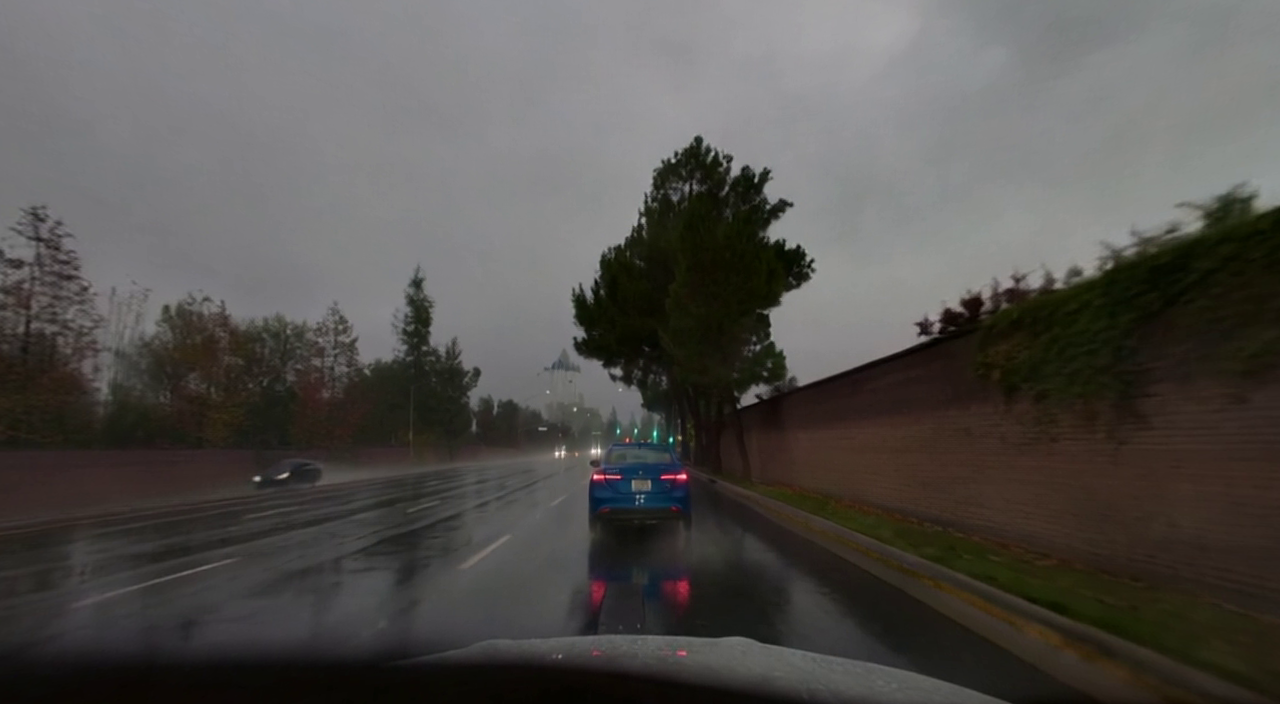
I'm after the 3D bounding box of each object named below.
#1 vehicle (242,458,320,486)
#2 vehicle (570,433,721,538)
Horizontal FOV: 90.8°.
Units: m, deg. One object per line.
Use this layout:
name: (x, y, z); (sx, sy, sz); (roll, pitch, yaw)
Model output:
vehicle: (-21.593, 7.208, 38.276); (1.950, 1.485, 4.711); (0, -9, 0)
vehicle: (0.068, 2.273, 11.443); (2.205, 1.509, 4.272); (0, -8, 0)
